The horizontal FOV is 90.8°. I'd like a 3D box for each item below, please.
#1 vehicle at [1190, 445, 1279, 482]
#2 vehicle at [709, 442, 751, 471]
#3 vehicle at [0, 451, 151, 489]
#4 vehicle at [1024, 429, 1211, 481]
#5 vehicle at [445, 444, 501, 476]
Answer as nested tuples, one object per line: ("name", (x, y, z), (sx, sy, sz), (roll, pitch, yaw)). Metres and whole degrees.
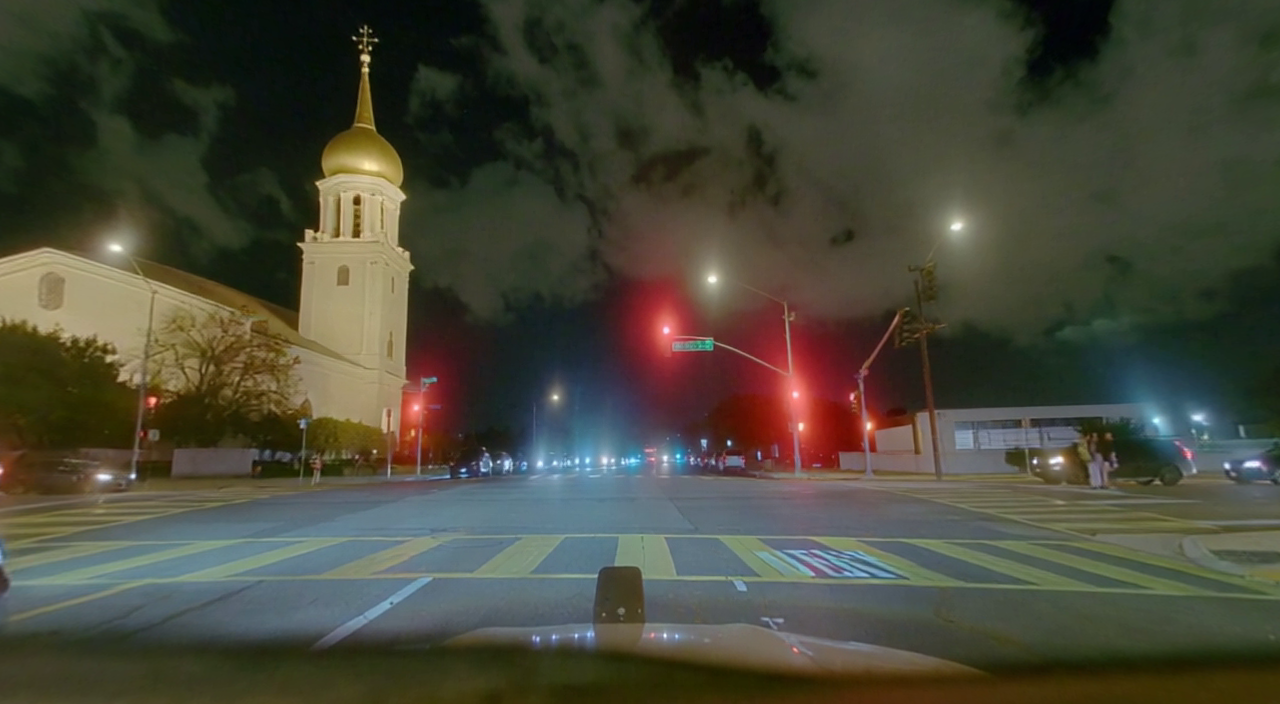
("vehicle", (26.392, 4.673, 26.660), (4.561, 1.475, 1.850), (0, -8, 0))
("vehicle", (5.841, 6.851, 41.489), (1.969, 1.776, 4.329), (0, -8, -1))
("vehicle", (-23.337, 4.862, 26.214), (4.479, 1.476, 1.873), (0, -8, 1))
("vehicle", (19.884, 4.291, 26.541), (5.852, 2.057, 2.361), (0, -8, 0))
("vehicle", (-10.215, 6.608, 38.946), (2.076, 1.876, 4.669), (0, -8, 1))
